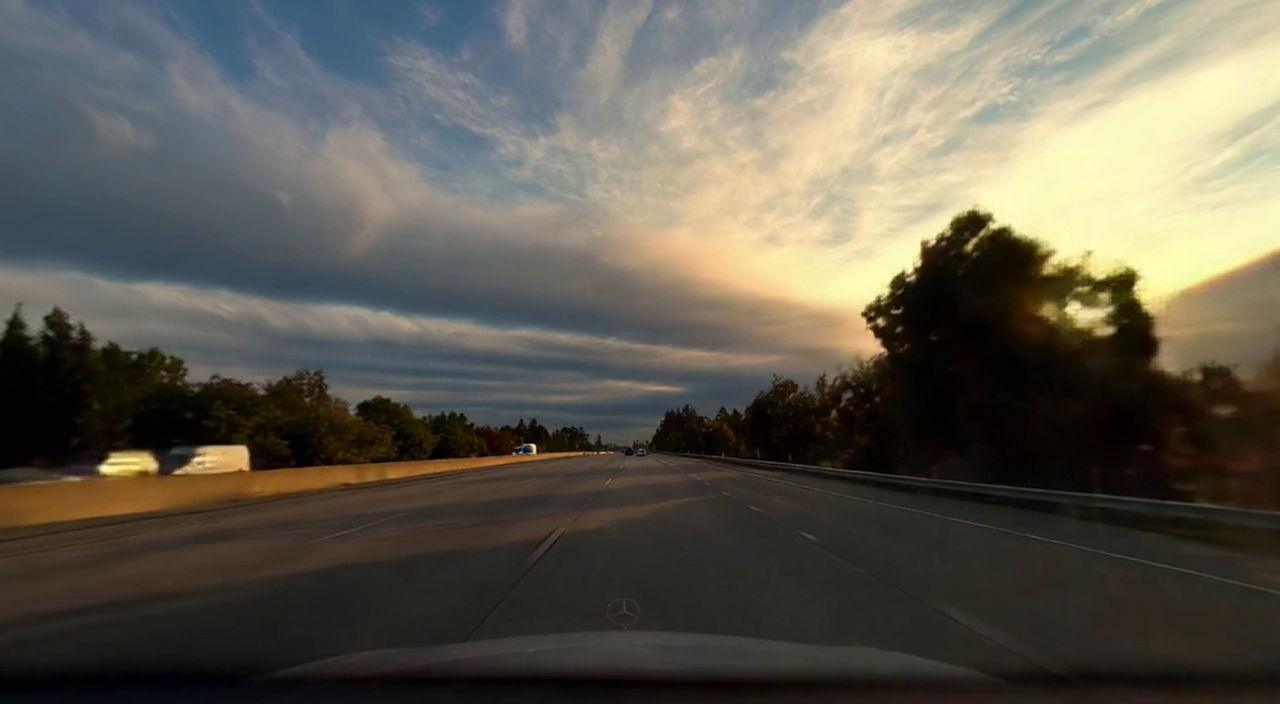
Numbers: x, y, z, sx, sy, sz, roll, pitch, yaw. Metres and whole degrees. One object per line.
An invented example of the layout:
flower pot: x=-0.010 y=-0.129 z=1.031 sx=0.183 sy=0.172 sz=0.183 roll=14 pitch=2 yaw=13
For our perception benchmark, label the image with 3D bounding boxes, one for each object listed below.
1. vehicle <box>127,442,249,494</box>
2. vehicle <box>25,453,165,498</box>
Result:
vehicle: x=-24.193 y=6.184 z=34.124 sx=2.548 sy=2.511 sz=5.309 roll=0 pitch=-9 yaw=0
vehicle: x=-24.150 y=5.448 z=28.242 sx=2.042 sy=1.756 sz=4.678 roll=0 pitch=-9 yaw=0
